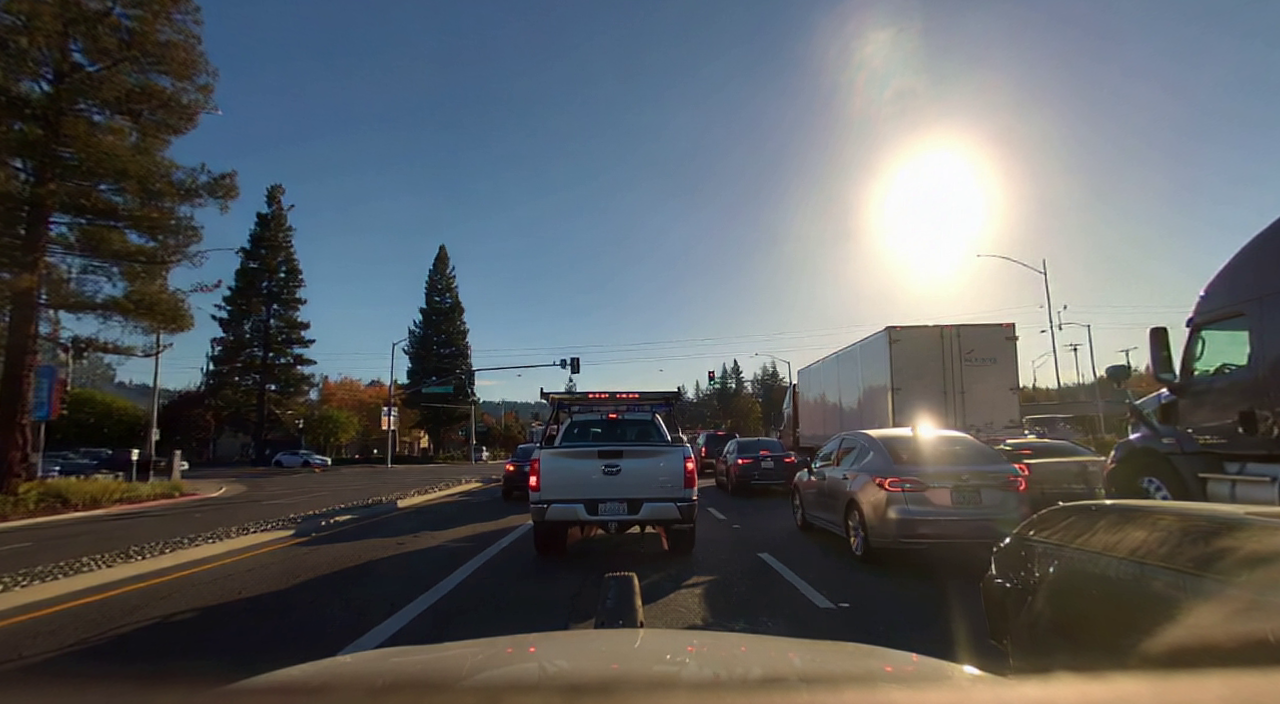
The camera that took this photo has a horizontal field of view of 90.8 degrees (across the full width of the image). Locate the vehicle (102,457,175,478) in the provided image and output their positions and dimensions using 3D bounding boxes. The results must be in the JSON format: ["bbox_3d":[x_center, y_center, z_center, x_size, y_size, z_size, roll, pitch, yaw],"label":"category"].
[{"bbox_3d":[-38.195,8.787,48.131,4.150,1.474,1.826,-1,-9,6],"label":"vehicle"}]

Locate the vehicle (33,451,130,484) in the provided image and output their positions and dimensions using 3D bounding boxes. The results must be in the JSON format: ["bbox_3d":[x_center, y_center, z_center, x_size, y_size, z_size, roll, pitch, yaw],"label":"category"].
[{"bbox_3d":[-28.566,5.896,32.491,1.730,1.534,3.922,1,-9,-8],"label":"vehicle"}]

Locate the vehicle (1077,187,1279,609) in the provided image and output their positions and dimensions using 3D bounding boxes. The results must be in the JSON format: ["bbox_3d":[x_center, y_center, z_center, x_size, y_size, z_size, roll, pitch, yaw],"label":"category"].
[{"bbox_3d":[6.514,0.114,3.414,2.802,3.322,7.429,0,-9,-1],"label":"vehicle"}]

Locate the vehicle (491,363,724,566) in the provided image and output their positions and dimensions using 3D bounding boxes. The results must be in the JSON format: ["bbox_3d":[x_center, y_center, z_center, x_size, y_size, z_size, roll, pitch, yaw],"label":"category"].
[{"bbox_3d":[-0.365,1.595,9.455,2.499,2.183,5.111,0,-9,0],"label":"vehicle"}]

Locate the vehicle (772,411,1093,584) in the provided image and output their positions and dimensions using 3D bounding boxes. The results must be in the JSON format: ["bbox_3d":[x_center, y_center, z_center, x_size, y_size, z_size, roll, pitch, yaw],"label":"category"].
[{"bbox_3d":[3.247,1.736,8.436,1.905,1.587,4.998,0,-9,0],"label":"vehicle"}]
